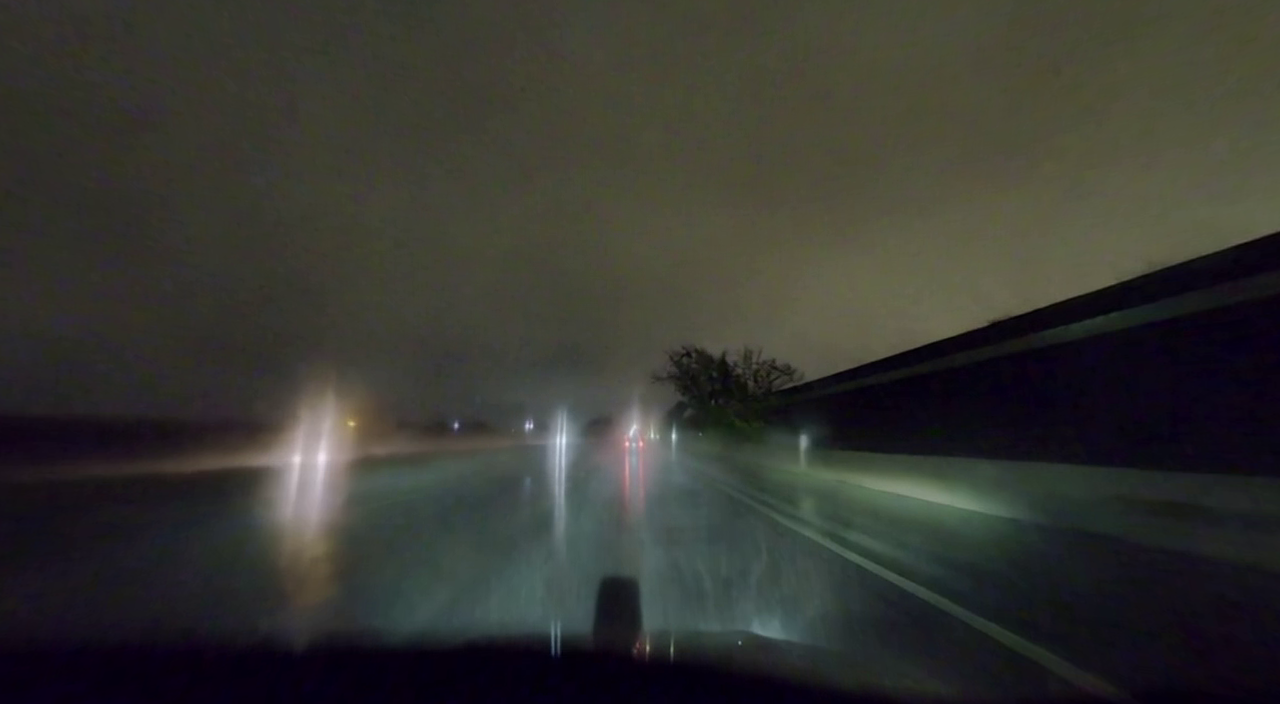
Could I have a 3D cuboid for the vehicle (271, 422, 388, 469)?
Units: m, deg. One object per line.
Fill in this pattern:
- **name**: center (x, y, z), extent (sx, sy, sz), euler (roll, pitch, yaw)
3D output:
- **vehicle**: center (-23.971, 7.299, 49.707), extent (3.053, 3.257, 12.376), euler (0, -8, -1)
